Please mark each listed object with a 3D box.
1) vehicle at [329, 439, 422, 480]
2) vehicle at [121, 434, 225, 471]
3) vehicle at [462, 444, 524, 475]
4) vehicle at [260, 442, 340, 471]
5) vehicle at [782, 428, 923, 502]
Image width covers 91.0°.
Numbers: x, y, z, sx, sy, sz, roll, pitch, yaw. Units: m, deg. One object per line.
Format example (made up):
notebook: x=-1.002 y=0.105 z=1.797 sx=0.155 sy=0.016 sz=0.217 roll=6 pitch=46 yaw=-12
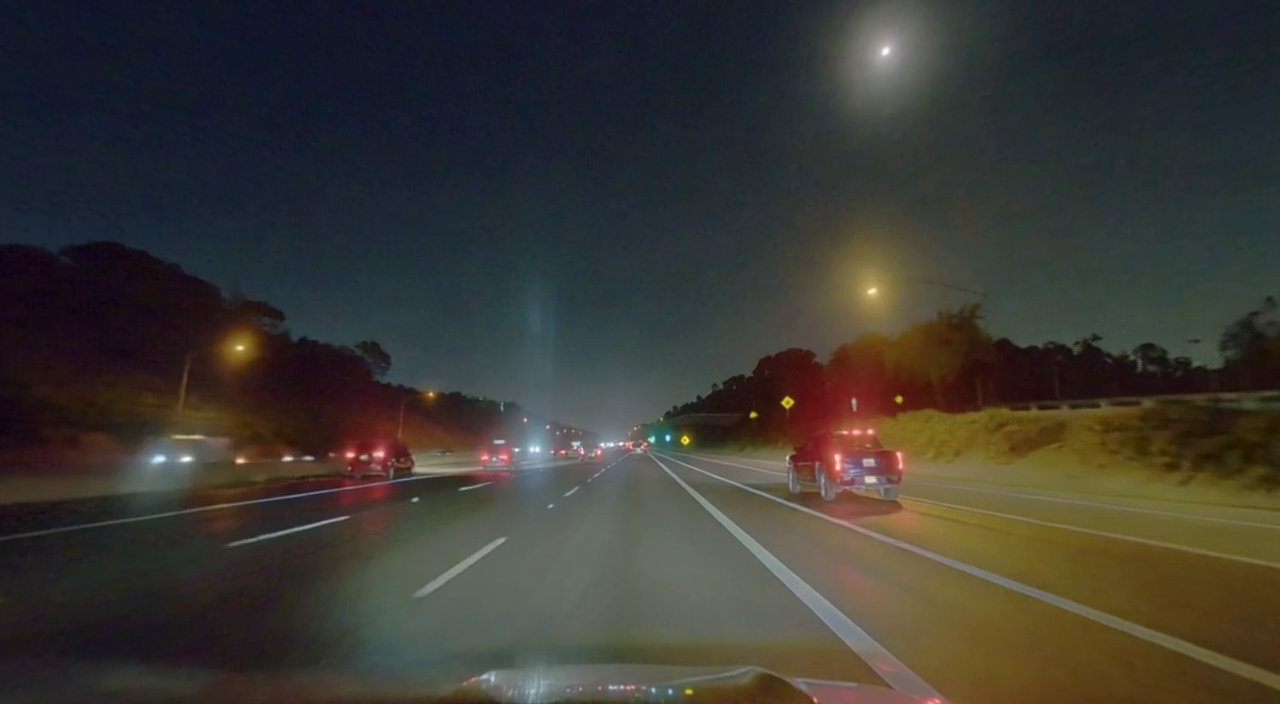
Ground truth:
vehicle: x=-11.440 y=4.675 z=27.636 sx=2.107 sy=1.628 sz=4.446 roll=0 pitch=-9 yaw=1
vehicle: x=-25.169 y=5.446 z=34.223 sx=2.038 sy=1.812 sz=4.691 roll=0 pitch=-9 yaw=0
vehicle: x=-7.515 y=5.552 z=32.718 sx=2.071 sy=1.486 sz=4.703 roll=0 pitch=-9 yaw=1
vehicle: x=-21.291 y=6.573 z=39.727 sx=2.030 sy=1.647 sz=5.293 roll=0 pitch=-9 yaw=1
vehicle: x=5.805 y=3.173 z=18.058 sx=2.259 sy=1.816 sz=4.862 roll=0 pitch=-9 yaw=-1
